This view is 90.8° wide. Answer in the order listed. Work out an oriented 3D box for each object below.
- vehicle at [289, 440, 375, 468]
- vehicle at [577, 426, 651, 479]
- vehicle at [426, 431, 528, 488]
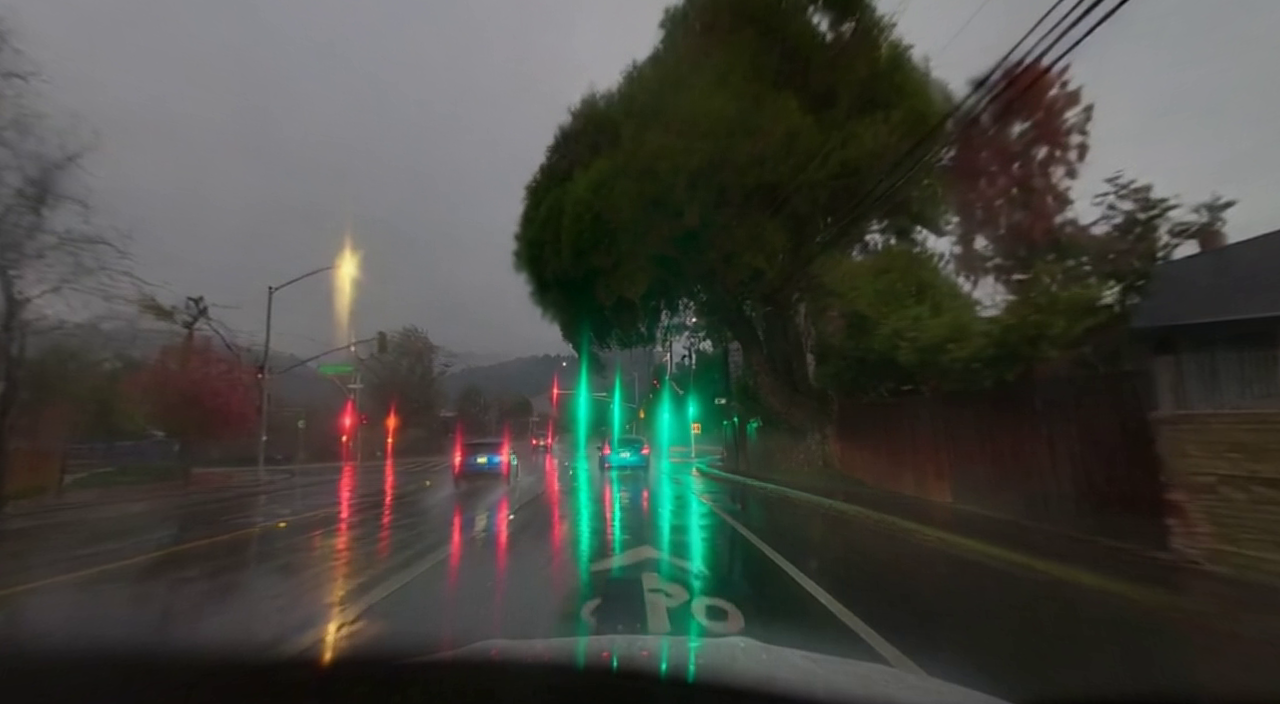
[{"bbox_3d":[-20.530,6.782,42.143,4.979,1.782,2.264,-3,-9,20],"label":"vehicle"},{"bbox_3d":[-0.898,3.252,20.547,2.168,1.504,4.284,1,-9,-4],"label":"vehicle"},{"bbox_3d":[-4.466,3.020,18.004,1.913,1.425,4.235,0,-9,-2],"label":"vehicle"}]
